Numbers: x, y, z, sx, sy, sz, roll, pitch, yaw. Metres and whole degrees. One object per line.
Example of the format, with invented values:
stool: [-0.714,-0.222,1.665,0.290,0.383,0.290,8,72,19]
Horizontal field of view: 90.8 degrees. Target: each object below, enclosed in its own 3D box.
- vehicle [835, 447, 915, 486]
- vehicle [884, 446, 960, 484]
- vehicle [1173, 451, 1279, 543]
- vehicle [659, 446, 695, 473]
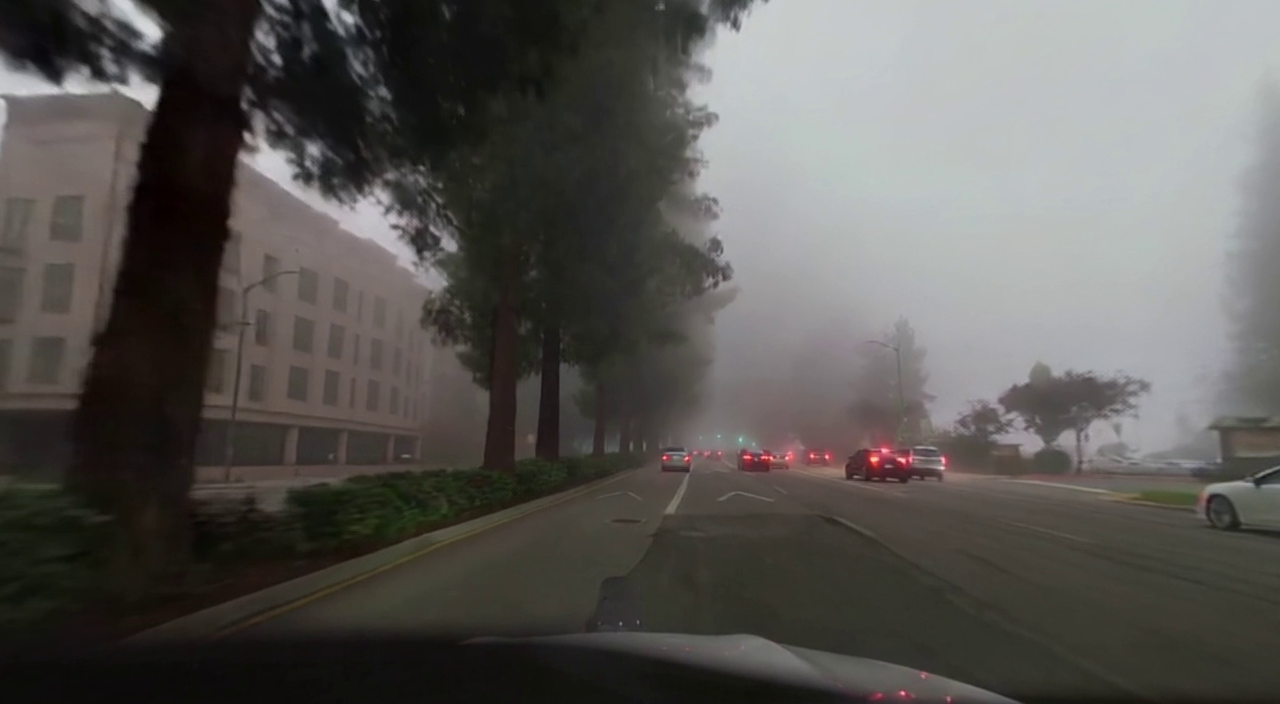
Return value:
vehicle: [9.624,4.695,26.242,2.020,1.472,3.958,-1,-9,4]
vehicle: [13.611,5.446,30.756,1.945,1.687,4.292,-1,-8,4]
vehicle: [11.606,2.403,10.361,1.888,1.508,4.646,-1,-9,4]
vehicle: [2.224,6.430,38.043,2.077,1.477,3.897,0,-8,3]
